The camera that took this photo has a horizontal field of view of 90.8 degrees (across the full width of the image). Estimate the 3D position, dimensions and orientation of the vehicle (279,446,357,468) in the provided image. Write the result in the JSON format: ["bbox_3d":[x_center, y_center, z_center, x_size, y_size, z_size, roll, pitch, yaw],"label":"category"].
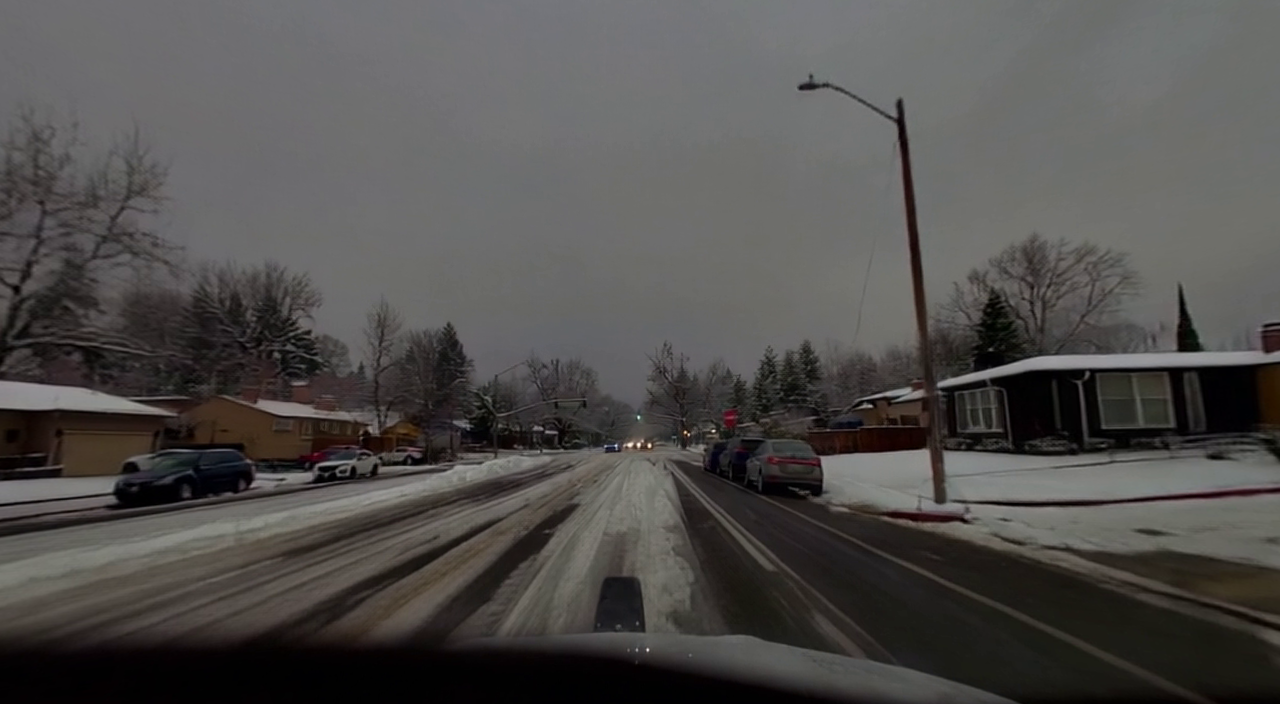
[{"bbox_3d":[-22.266,7.255,43.783,4.397,1.423,1.789,-1,-8,2],"label":"vehicle"}]

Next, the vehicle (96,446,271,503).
[{"bbox_3d":[-14.141,3.782,20.053,1.923,1.535,4.862,0,-8,0],"label":"vehicle"}]

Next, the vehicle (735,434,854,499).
[{"bbox_3d":[3.913,2.983,16.922,1.956,1.468,4.524,0,-8,-1],"label":"vehicle"}]
